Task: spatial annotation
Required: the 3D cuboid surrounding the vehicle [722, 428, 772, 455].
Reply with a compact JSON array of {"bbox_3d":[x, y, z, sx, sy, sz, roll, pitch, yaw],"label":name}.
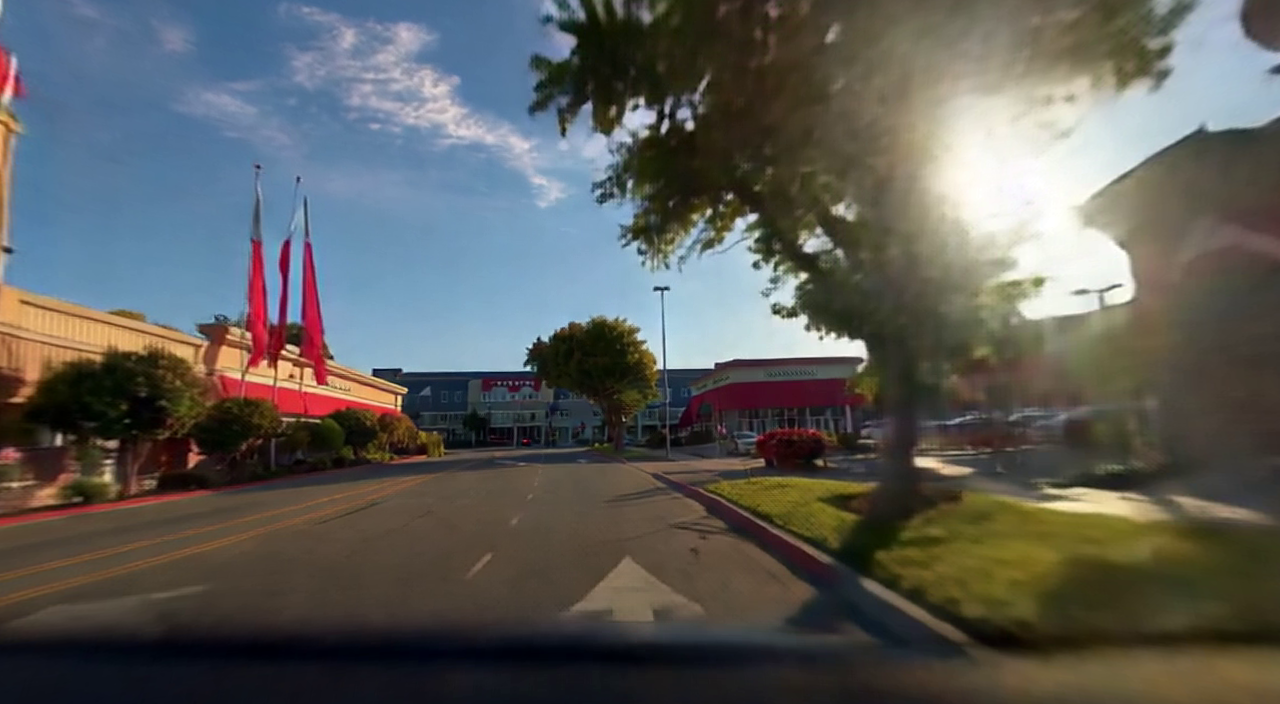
[{"bbox_3d":[6.351,5.364,37.708,1.769,1.516,3.520,0,-9,-11],"label":"vehicle"}]
